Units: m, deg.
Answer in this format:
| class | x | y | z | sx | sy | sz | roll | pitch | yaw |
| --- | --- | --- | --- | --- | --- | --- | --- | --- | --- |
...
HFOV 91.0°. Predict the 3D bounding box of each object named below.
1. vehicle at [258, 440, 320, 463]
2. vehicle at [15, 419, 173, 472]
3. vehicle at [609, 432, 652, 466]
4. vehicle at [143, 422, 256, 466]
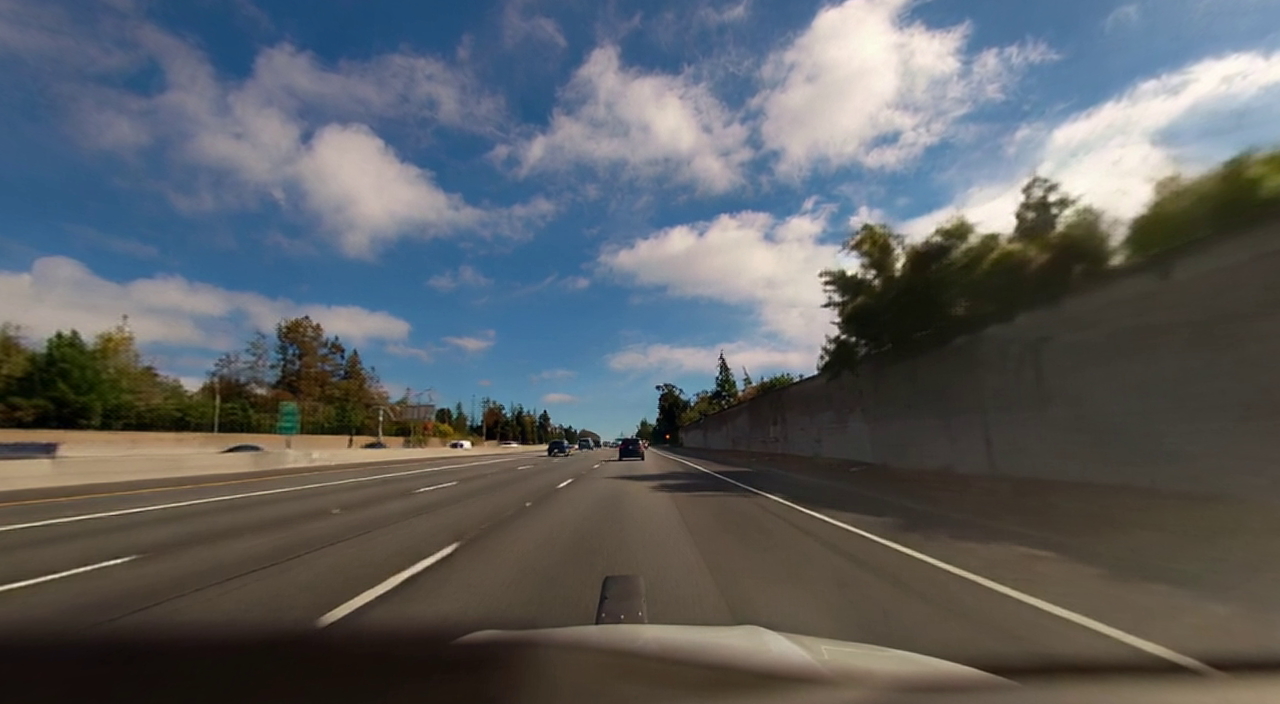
| class | x | y | z | sx | sy | sz | roll | pitch | yaw |
| --- | --- | --- | --- | --- | --- | --- | --- | --- | --- |
| vehicle | -25.443 | 7.237 | 45.878 | 1.894 | 1.591 | 4.497 | 0 | -8 | 0 |
| vehicle | -33.141 | 5.764 | 38.750 | 2.699 | 2.912 | 7.678 | 0 | -8 | 1 |
| vehicle | -0.460 | 5.134 | 33.384 | 2.141 | 1.706 | 4.065 | 0 | -8 | 0 |
| vehicle | -33.077 | 6.971 | 47.750 | 2.783 | 3.064 | 7.843 | 0 | -8 | 0 |
